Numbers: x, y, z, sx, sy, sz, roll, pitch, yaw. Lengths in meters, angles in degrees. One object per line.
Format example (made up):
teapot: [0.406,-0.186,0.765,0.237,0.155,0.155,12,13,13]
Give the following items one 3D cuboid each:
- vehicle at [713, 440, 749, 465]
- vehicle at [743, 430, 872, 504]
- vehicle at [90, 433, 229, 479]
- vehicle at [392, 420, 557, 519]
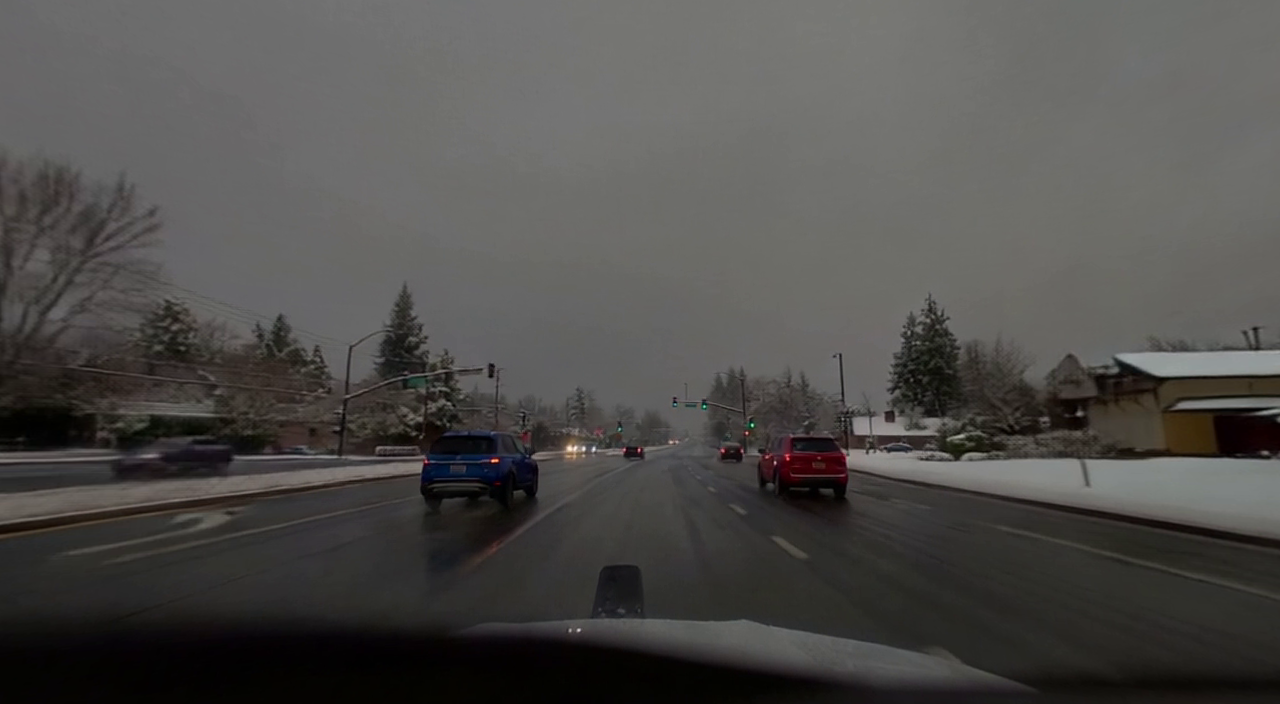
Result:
vehicle: [6.388,7.137,44.882,2.169,1.669,4.037,-1,-8,3]
vehicle: [4.158,2.932,16.538,2.132,1.659,4.387,0,-8,0]
vehicle: [-18.963,4.113,25.251,1.914,1.669,4.429,-1,-8,3]
vehicle: [-3.175,2.374,13.287,2.045,1.688,4.632,-1,-8,2]
